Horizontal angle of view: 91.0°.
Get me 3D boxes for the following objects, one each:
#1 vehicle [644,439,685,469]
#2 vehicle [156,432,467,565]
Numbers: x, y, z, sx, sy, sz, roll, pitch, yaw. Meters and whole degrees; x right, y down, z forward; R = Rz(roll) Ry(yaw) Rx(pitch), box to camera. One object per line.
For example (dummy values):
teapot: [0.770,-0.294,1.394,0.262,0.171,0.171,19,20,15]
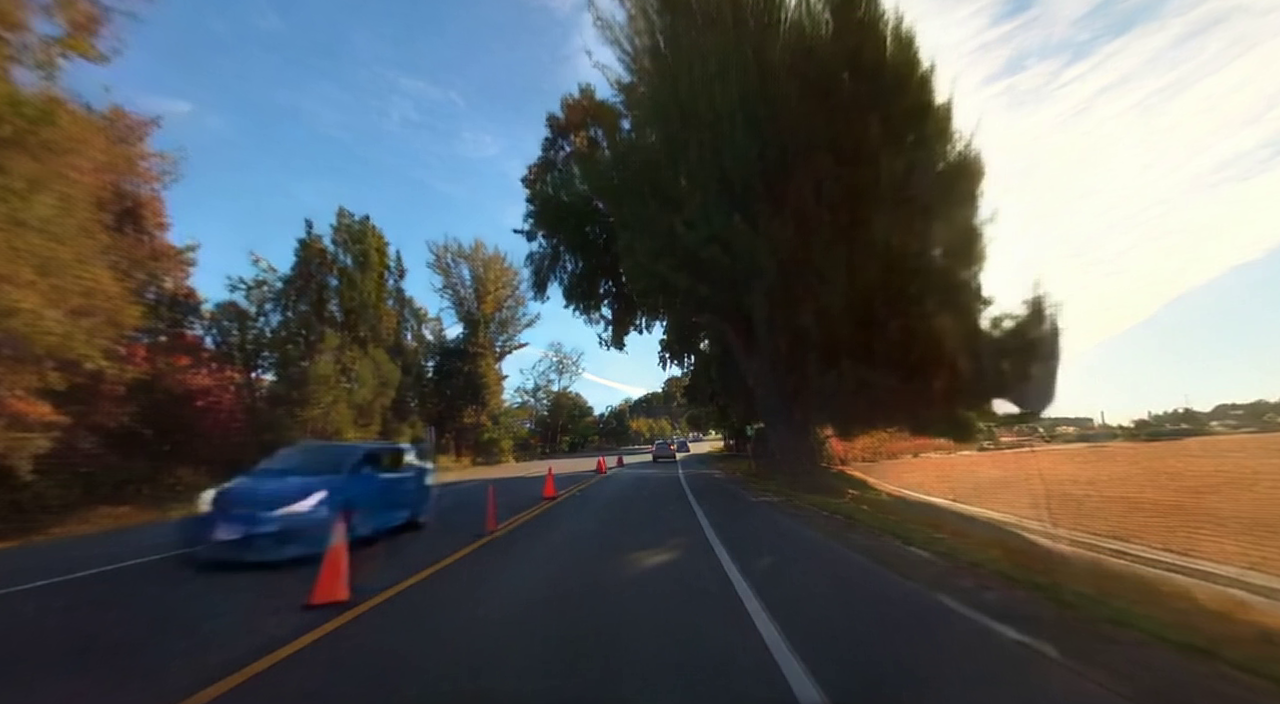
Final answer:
vehicle: [1.339,5.472,33.921,2.042,1.489,3.963,-1,-9,3]
vehicle: [-4.253,1.953,9.192,2.046,1.451,4.342,-1,-9,3]
